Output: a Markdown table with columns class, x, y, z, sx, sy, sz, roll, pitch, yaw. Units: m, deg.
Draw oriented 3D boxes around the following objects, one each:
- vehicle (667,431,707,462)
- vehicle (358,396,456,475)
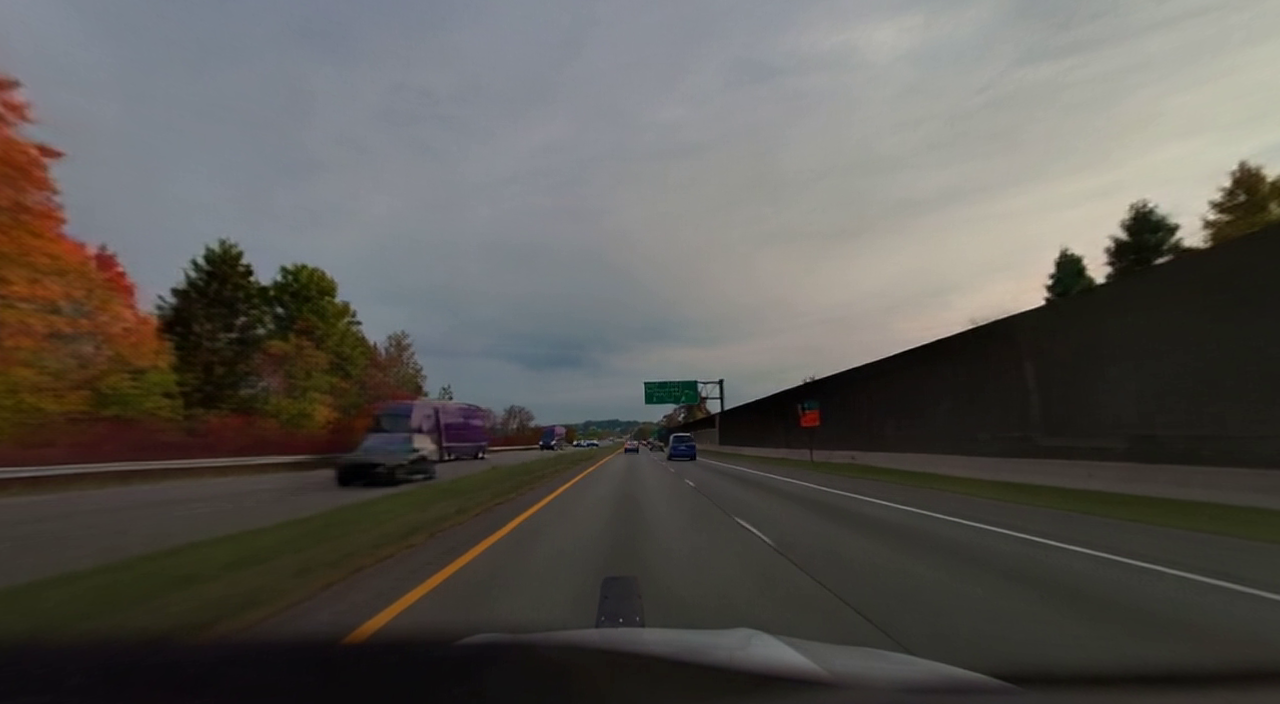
| class | x | y | z | sx | sy | sz | roll | pitch | yaw |
| --- | --- | --- | --- | --- | --- | --- | --- | --- | --- |
| vehicle | 3.276 | 6.719 | 45.034 | 2.393 | 2.072 | 4.958 | 0 | -8 | -1 |
| vehicle | -12.524 | 4.602 | 34.518 | 2.981 | 3.904 | 6.030 | 1 | -8 | 0 |
